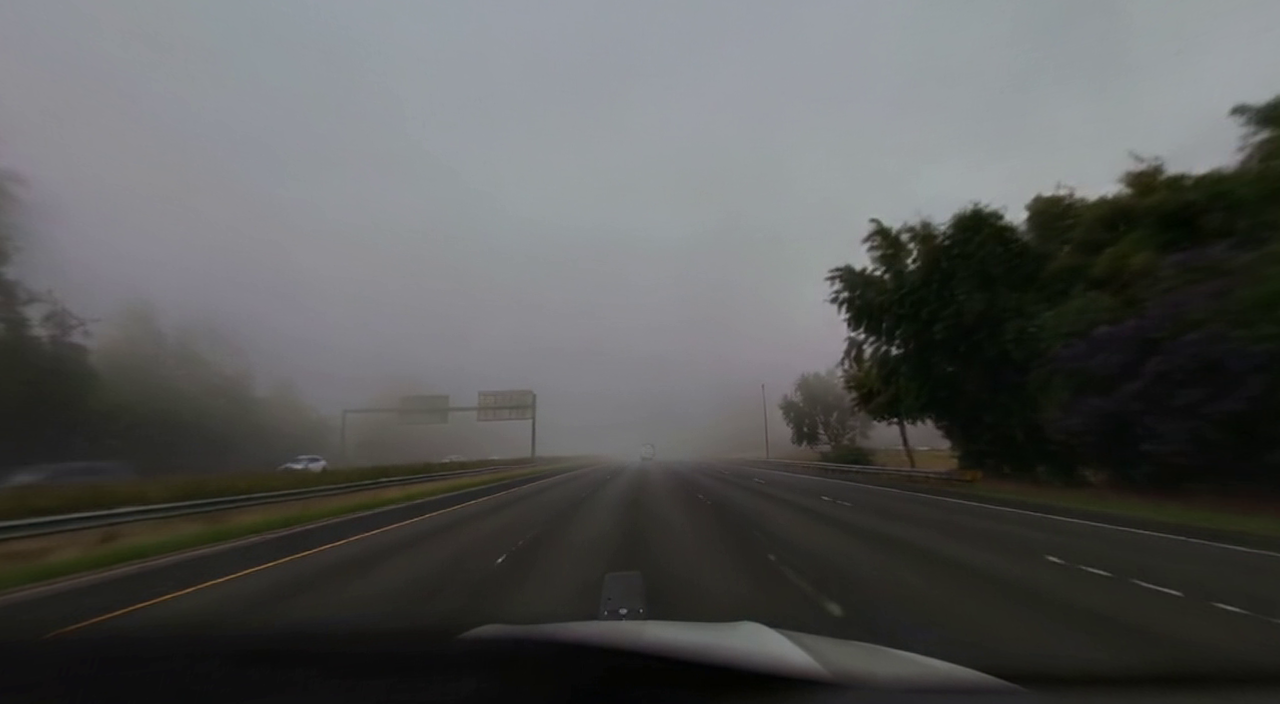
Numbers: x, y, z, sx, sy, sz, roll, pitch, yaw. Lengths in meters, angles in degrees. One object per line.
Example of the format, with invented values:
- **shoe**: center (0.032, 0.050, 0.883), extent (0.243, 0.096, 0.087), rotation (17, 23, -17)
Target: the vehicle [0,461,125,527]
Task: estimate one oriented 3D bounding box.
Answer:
- **vehicle**: center (-16.122, 3.594, 16.188), extent (1.982, 1.464, 4.481), rotation (0, -9, -1)
